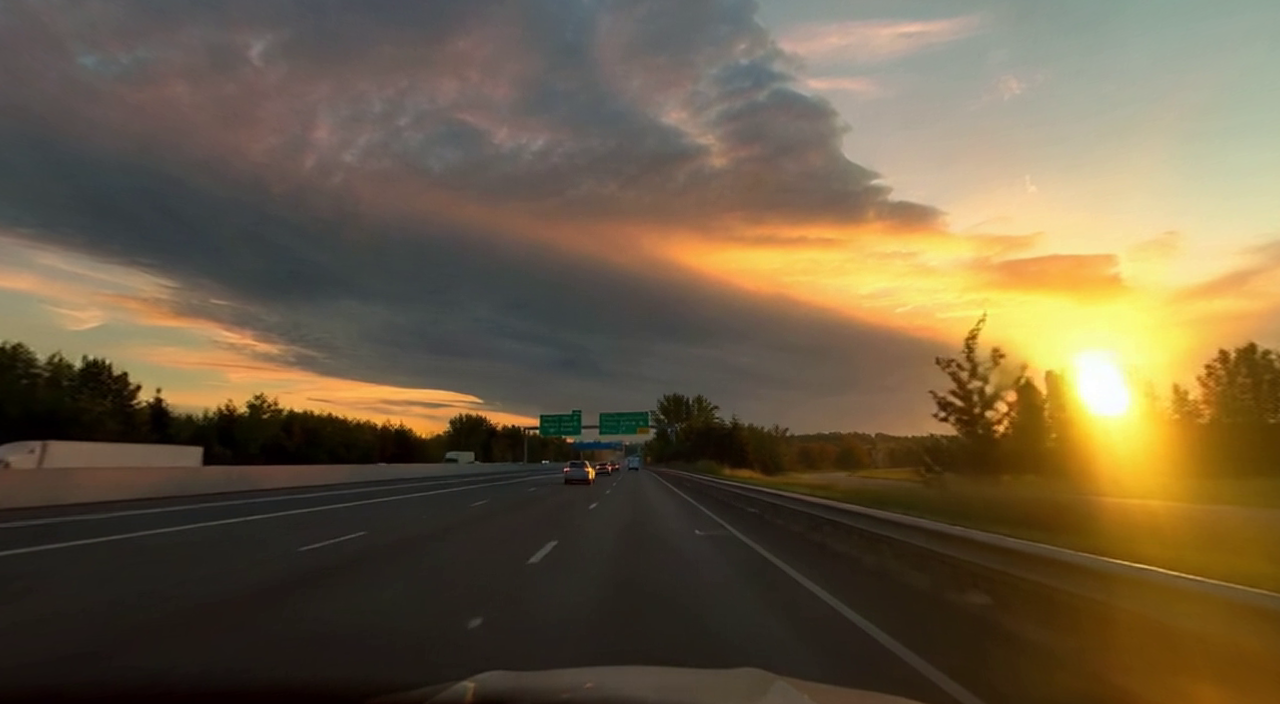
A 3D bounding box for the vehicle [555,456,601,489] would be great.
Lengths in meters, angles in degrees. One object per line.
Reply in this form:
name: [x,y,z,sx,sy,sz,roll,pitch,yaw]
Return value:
vehicle: [-3.295,6.525,34.109,2.092,1.642,3.895,1,-11,0]
